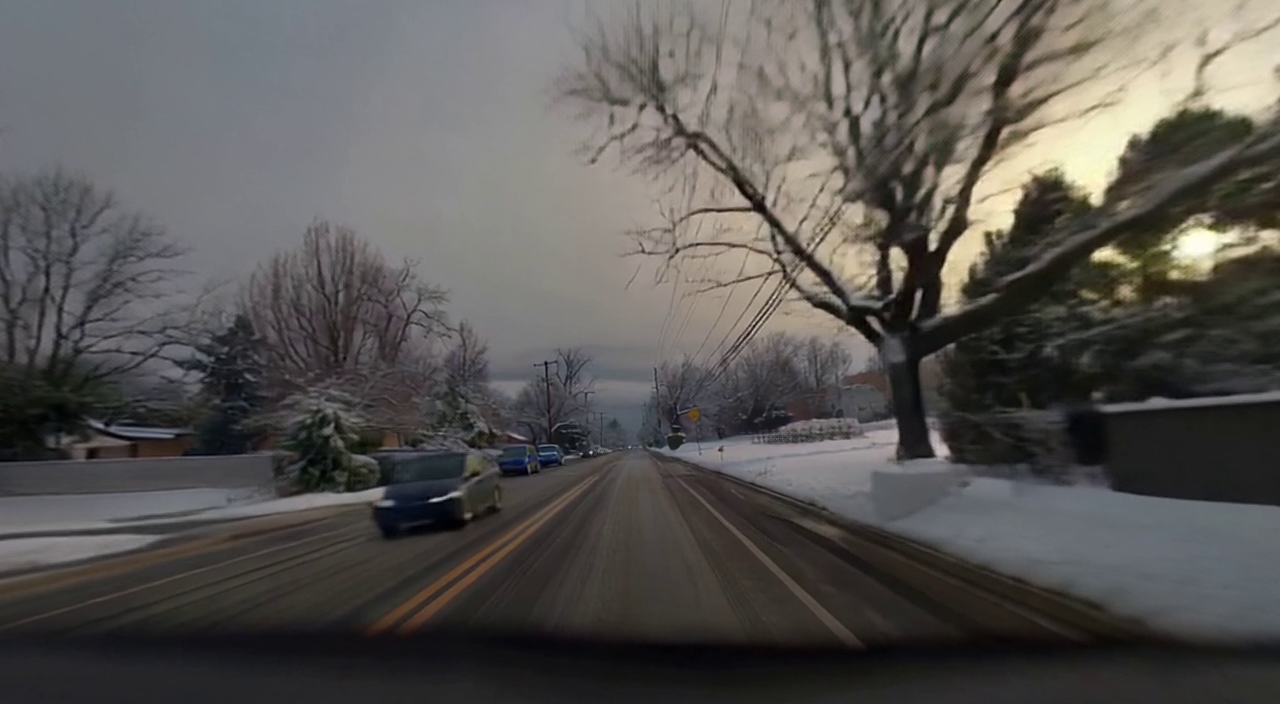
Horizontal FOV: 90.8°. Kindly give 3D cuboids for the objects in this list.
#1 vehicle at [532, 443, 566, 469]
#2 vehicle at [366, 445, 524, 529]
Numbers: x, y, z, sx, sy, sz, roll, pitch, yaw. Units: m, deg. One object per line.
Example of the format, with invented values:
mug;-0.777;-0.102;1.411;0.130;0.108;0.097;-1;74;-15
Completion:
vehicle;-6.869;7.916;48.267;1.923;1.687;4.511;-4;-8;-1
vehicle;-3.955;2.788;13.704;2.033;1.502;4.240;0;-9;0
